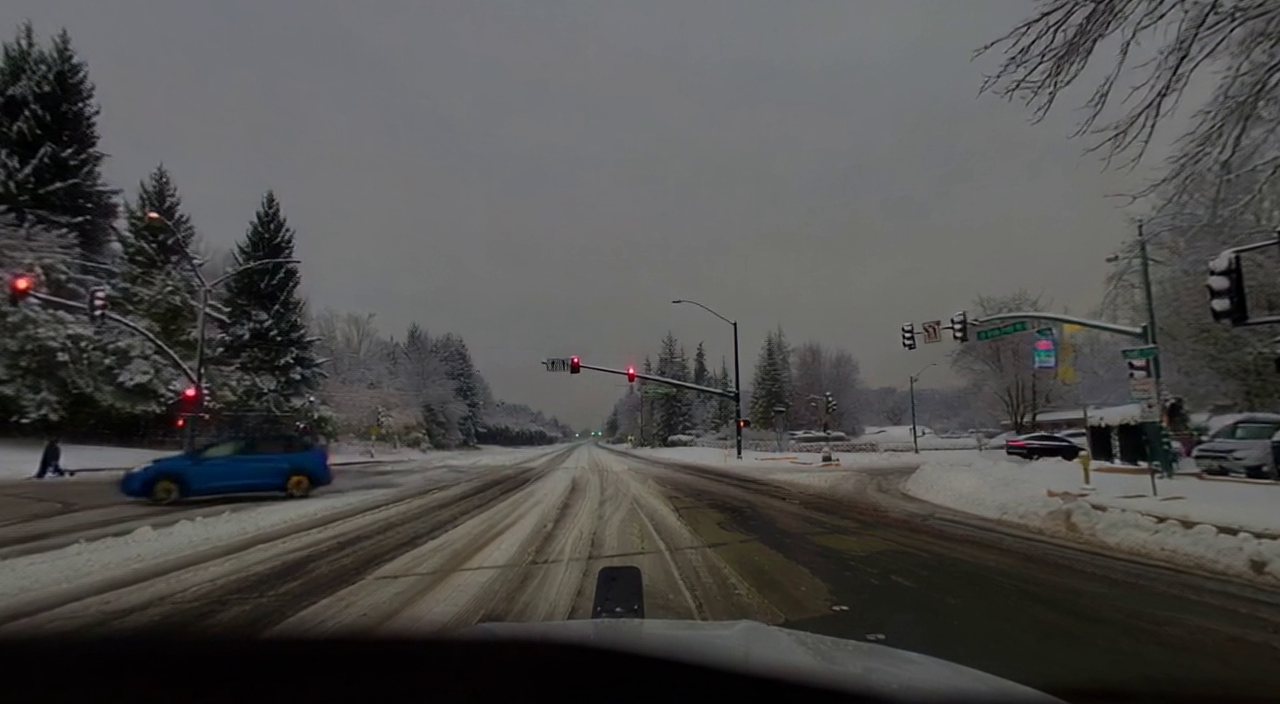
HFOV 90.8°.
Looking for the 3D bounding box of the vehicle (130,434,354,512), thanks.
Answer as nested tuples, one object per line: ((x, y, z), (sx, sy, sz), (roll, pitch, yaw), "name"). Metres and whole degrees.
((-8.943, 2.700, 14.562), (1.740, 1.500, 3.896), (-5, -10, 29), "vehicle")

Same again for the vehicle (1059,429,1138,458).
((36.105, 7.205, 49.731), (6.148, 2.119, 2.473), (4, -10, -28), "vehicle")

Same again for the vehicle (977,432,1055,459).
((26.963, 6.727, 45.261), (5.032, 1.828, 2.183), (4, -9, -24), "vehicle")

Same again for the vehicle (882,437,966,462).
((18.698, 6.423, 41.623), (5.234, 1.549, 1.982), (4, -9, -24), "vehicle")
